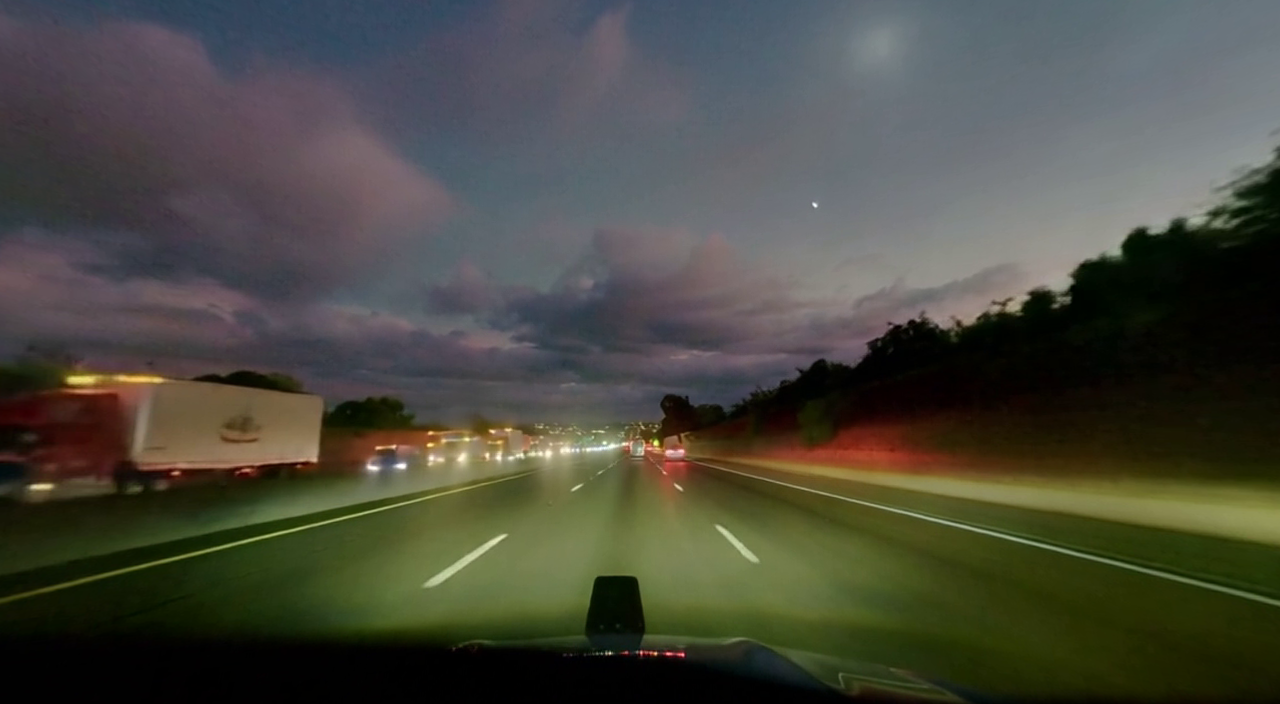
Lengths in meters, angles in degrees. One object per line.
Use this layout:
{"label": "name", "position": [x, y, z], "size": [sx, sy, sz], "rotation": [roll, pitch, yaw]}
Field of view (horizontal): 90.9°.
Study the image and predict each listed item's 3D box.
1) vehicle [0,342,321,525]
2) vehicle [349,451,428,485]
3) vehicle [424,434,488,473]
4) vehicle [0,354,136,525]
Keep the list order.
{"label": "vehicle", "position": [-16.544, 3.021, 22.215], "size": [2.959, 4.369, 14.440], "rotation": [0, -9, 0]}
{"label": "vehicle", "position": [-11.547, 5.331, 29.275], "size": [1.945, 1.439, 4.329], "rotation": [0, -9, 0]}
{"label": "vehicle", "position": [-11.615, 6.459, 40.242], "size": [2.341, 2.308, 5.443], "rotation": [0, -9, 1]}
{"label": "vehicle", "position": [-16.598, 2.181, 15.607], "size": [2.996, 3.982, 5.952], "rotation": [0, -9, 1]}
